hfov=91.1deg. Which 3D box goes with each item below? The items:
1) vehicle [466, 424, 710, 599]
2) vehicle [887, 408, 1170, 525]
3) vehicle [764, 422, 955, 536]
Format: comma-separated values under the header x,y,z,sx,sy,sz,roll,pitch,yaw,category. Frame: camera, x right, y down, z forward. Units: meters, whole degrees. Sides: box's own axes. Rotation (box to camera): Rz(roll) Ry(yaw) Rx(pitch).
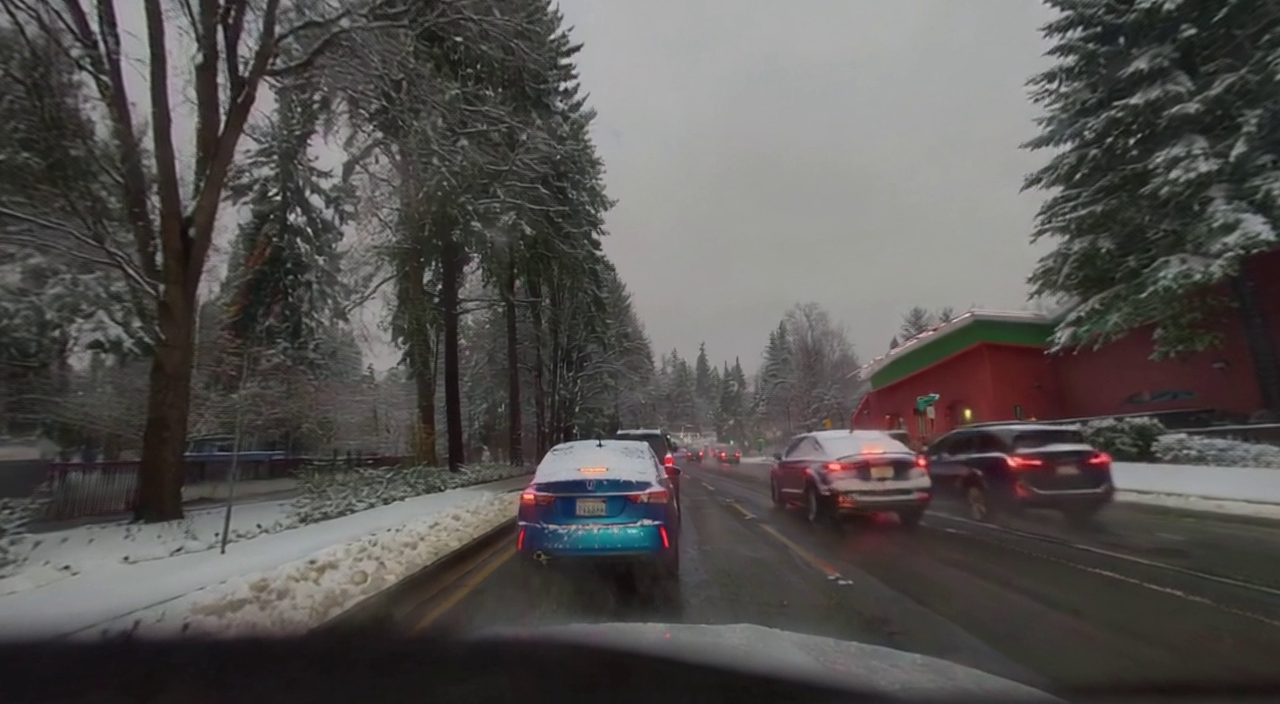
x,y,z,sx,sy,sz,roll,pitch,yaw,category
-0.480,1.693,7.532,2.111,1.506,4.018,0,-9,-1,vehicle
7.270,2.237,12.759,2.253,1.854,5.409,0,-9,0,vehicle
3.631,2.176,11.338,1.946,1.648,4.230,0,-9,1,vehicle
